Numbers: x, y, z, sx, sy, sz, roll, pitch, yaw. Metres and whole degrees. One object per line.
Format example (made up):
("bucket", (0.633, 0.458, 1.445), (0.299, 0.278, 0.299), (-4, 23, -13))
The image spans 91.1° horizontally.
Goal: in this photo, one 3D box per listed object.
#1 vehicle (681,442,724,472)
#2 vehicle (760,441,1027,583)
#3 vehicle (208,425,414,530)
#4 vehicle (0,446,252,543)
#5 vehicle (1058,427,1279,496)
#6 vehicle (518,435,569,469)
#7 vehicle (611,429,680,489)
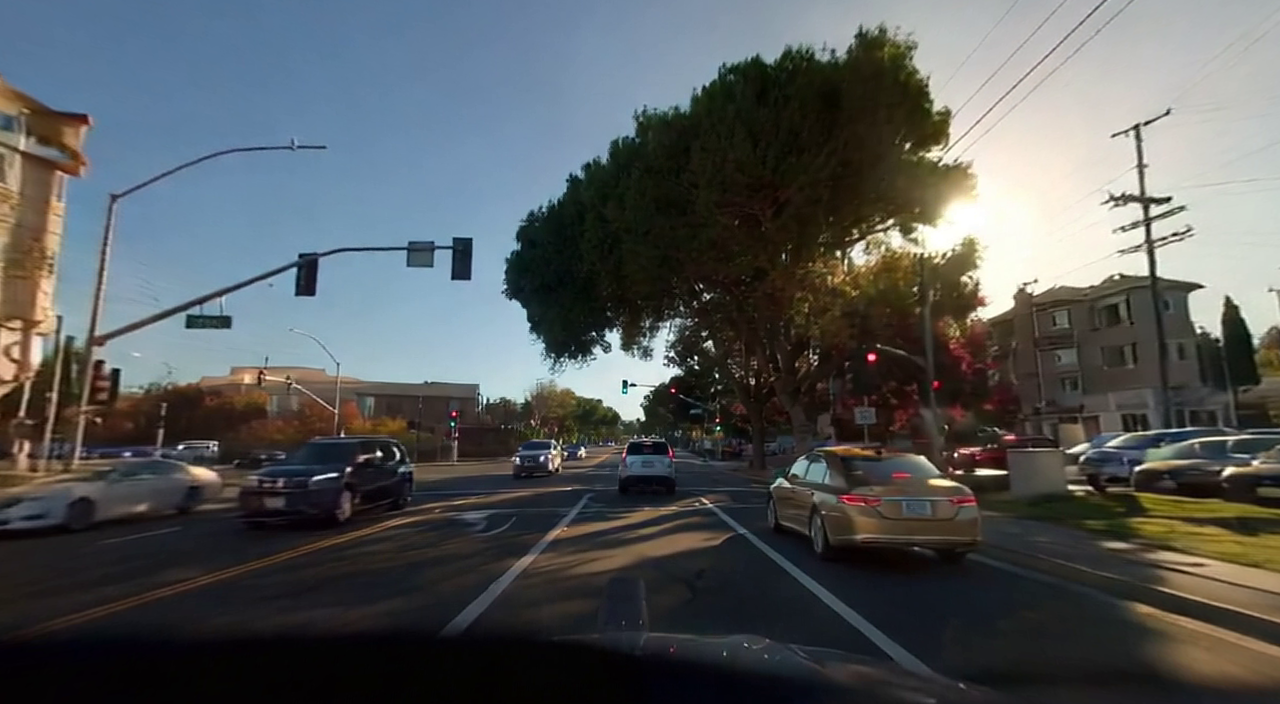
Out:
("vehicle", (3.733, 6.346, 38.211), (2.138, 1.729, 4.178), (0, -8, -1))
("vehicle", (3.123, 2.028, 8.923), (1.900, 1.478, 4.425), (0, -8, -1))
("vehicle", (-6.656, 2.554, 13.422), (1.957, 1.836, 4.434), (0, -8, 0))
("vehicle", (-10.380, 2.713, 12.761), (1.943, 1.552, 4.670), (0, -8, 0))
("vehicle", (13.597, 2.743, 15.890), (4.507, 1.610, 2.045), (0, -8, 0))
("vehicle", (-6.156, 6.440, 40.659), (2.374, 2.031, 5.737), (0, -8, 0))
("vehicle", (0.166, 3.846, 22.918), (2.296, 1.947, 4.168), (0, -8, 0))
